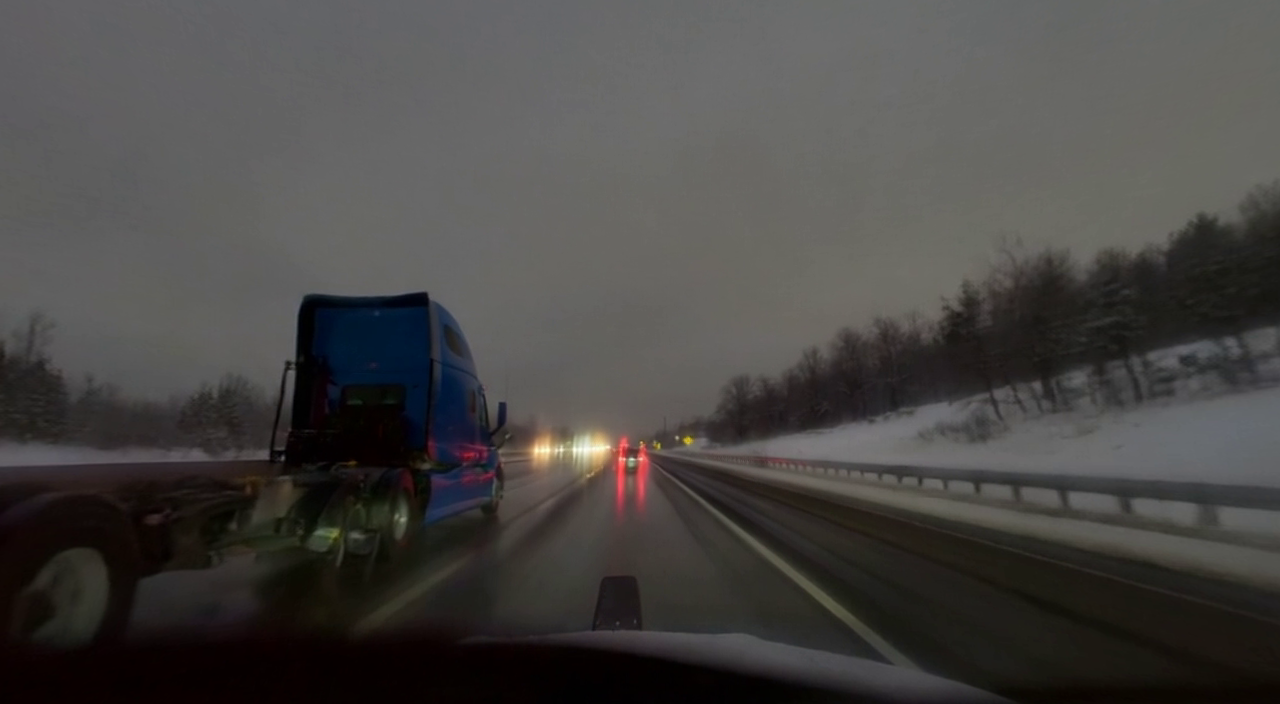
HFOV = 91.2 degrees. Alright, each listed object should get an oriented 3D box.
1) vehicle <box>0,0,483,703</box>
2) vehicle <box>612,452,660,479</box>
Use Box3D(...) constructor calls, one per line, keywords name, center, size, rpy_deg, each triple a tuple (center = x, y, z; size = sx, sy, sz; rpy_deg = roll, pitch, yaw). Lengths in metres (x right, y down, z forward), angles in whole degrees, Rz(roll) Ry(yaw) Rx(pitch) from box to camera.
Box3D(name="vehicle", center=(-3.994, -0.136, 2.909), size=(2.914, 4.039, 14.493), rpy_deg=(0, -9, 0))
Box3D(name="vehicle", center=(-0.248, 6.198, 34.551), size=(2.398, 1.336, 5.698), rpy_deg=(0, -9, -1))
